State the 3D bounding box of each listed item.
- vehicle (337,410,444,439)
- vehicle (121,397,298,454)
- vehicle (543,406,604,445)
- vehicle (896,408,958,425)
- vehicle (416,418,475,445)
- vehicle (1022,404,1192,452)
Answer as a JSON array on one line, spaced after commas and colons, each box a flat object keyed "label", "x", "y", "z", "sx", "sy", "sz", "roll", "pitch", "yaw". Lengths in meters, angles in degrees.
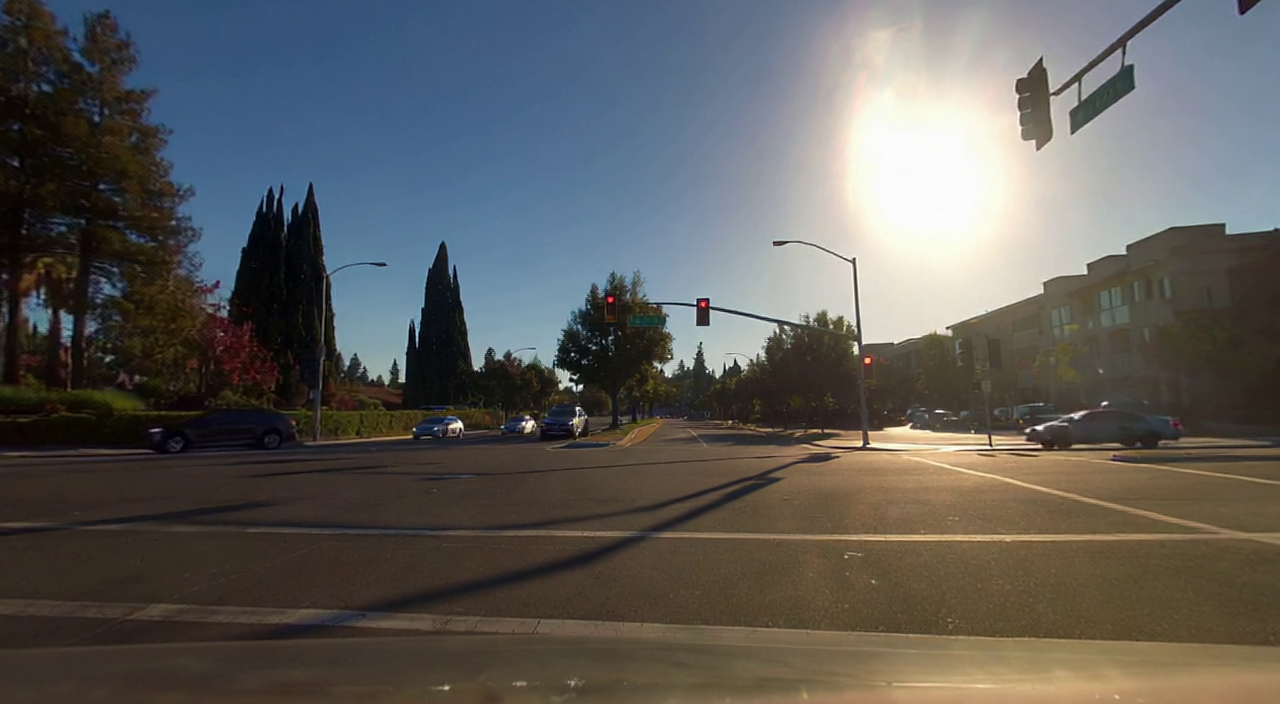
[{"label": "vehicle", "x": -17.141, "y": 5.099, "z": 43.761, "sx": 6.496, "sy": 1.847, "sz": 2.164, "roll": 8, "pitch": -12, "yaw": -42}, {"label": "vehicle", "x": -16.166, "y": 2.864, "z": 23.995, "sx": 2.340, "sy": 1.902, "sz": 4.920, "roll": -6, "pitch": -10, "yaw": 35}, {"label": "vehicle", "x": -3.456, "y": 4.032, "z": 33.918, "sx": 2.306, "sy": 1.907, "sz": 5.382, "roll": -1, "pitch": -9, "yaw": 4}, {"label": "vehicle", "x": 21.990, "y": 4.942, "z": 48.447, "sx": 3.933, "sy": 1.219, "sz": 1.700, "roll": -1, "pitch": -9, "yaw": 3}, {"label": "vehicle", "x": -11.541, "y": 4.821, "z": 37.824, "sx": 1.899, "sy": 1.510, "sz": 4.294, "roll": -1, "pitch": -9, "yaw": 4}, {"label": "vehicle", "x": 16.733, "y": 2.790, "z": 22.885, "sx": 4.454, "sy": 1.643, "sz": 1.809, "roll": -2, "pitch": -9, "yaw": 13}]
